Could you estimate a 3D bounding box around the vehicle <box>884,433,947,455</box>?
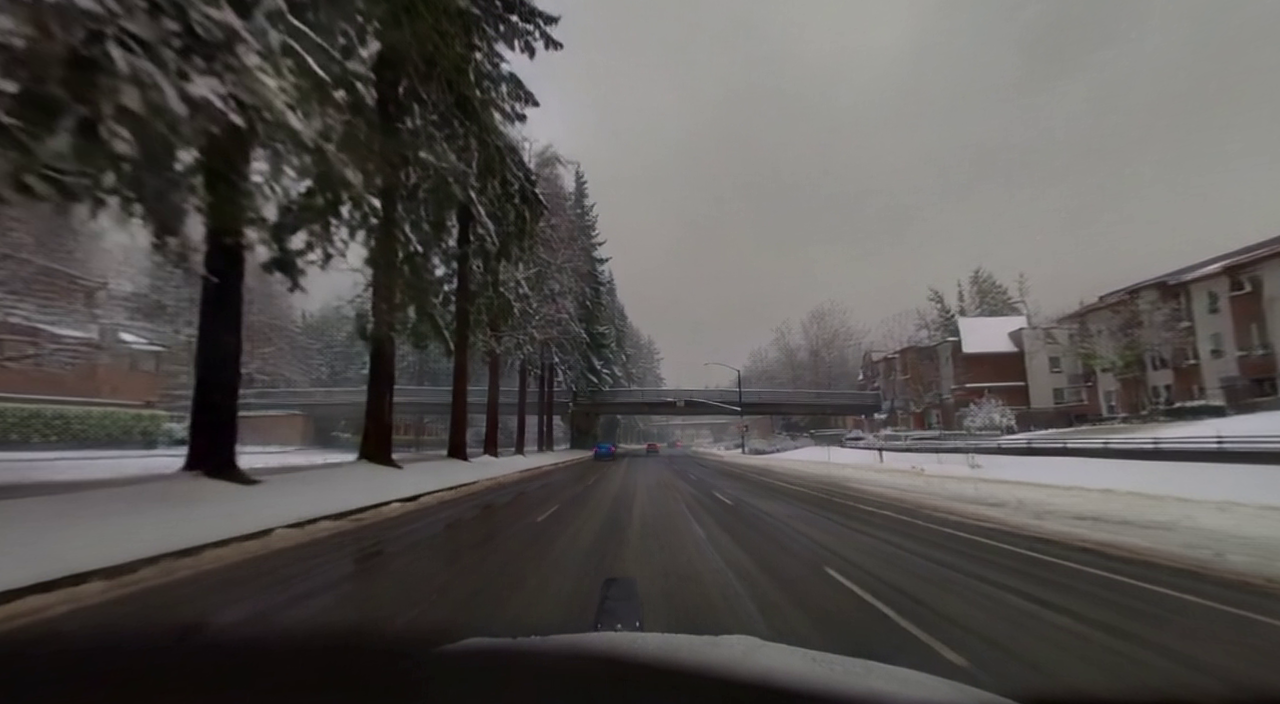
[{"bbox_3d":[19.790,6.603,45.416,3.688,1.489,1.667,1,-9,-4],"label":"vehicle"}]
